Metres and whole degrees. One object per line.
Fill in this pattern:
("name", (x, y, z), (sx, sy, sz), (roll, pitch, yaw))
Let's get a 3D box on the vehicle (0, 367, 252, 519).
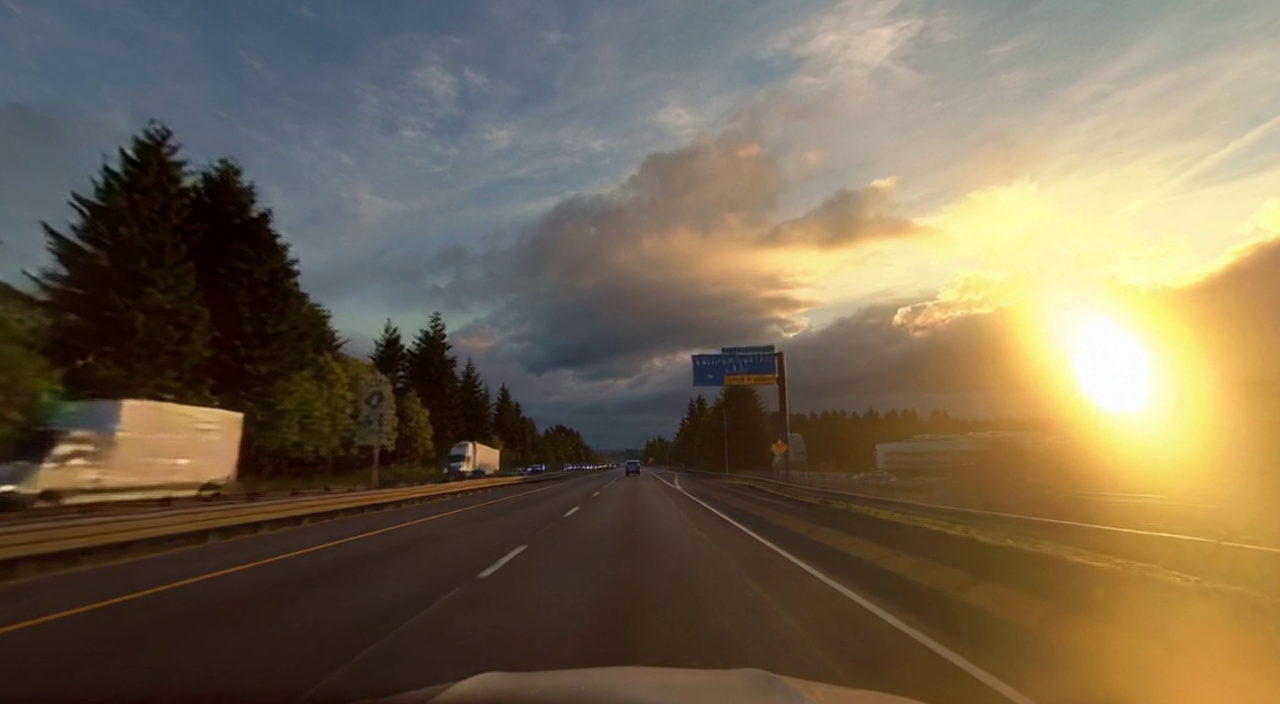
("vehicle", (-17.122, 3.073, 20.405), (3.012, 3.794, 9.302), (1, -10, 0))
